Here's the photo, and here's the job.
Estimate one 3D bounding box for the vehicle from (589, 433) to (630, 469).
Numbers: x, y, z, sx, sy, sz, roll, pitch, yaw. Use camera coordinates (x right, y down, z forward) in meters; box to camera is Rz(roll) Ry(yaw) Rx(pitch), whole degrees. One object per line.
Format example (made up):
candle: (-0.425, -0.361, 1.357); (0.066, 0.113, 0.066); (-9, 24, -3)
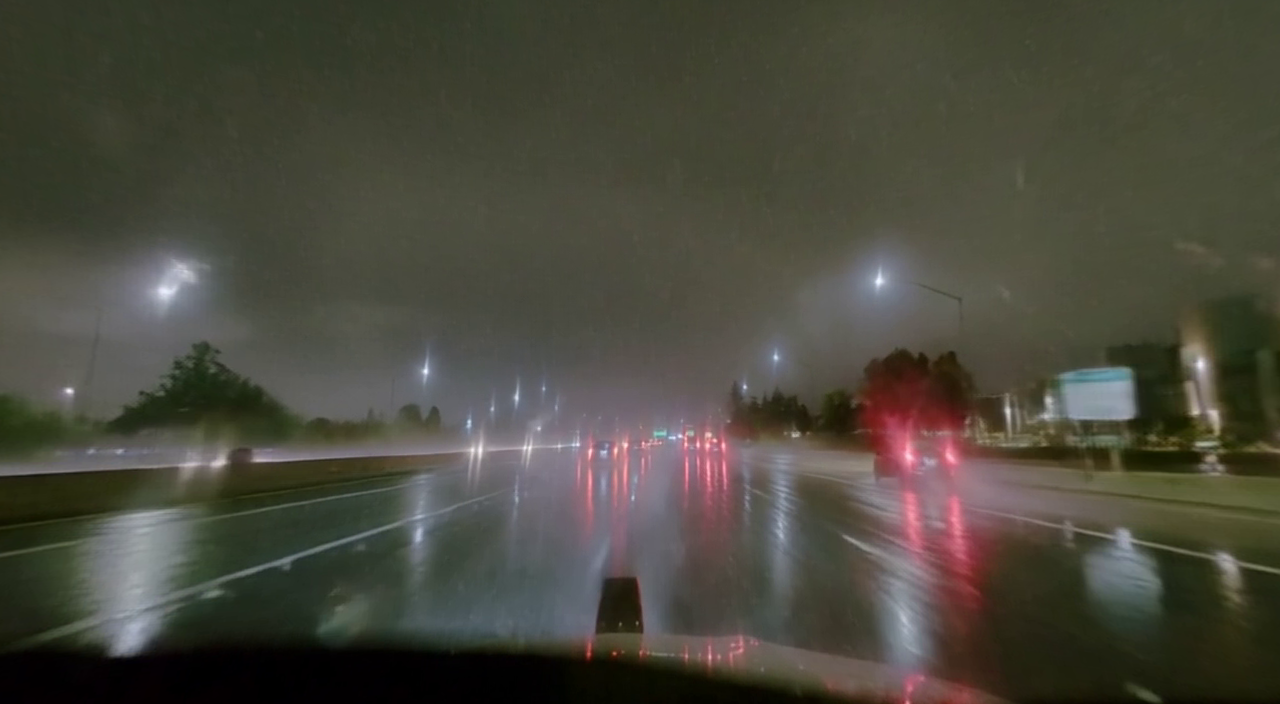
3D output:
vehicle: (-1.625, 5.494, 35.185); (1.893, 1.827, 4.513); (0, -8, 2)

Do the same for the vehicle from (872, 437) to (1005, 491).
vehicle: (8.888, 3.366, 19.326); (1.900, 1.432, 4.519); (0, -8, 0)
